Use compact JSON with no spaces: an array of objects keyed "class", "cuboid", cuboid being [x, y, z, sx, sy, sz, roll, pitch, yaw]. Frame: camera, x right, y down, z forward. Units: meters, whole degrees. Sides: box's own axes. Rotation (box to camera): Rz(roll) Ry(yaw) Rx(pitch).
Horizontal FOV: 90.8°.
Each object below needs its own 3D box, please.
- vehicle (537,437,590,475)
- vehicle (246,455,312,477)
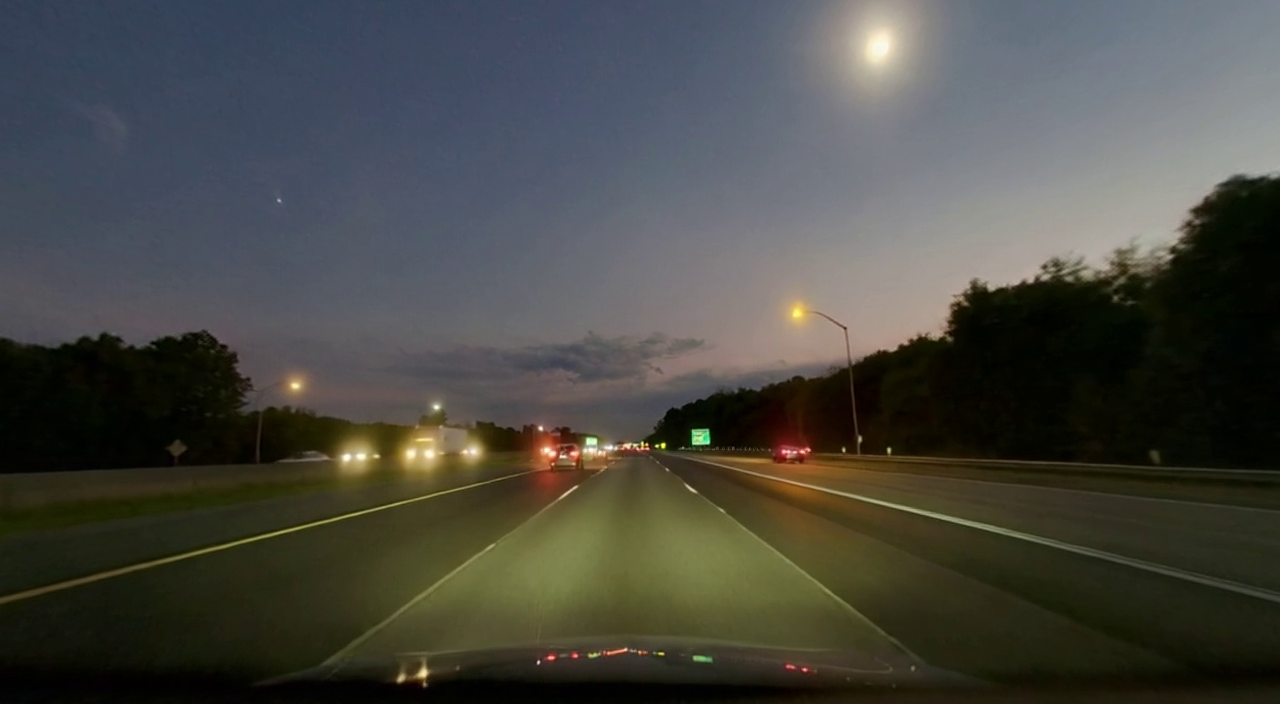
[{"class":"vehicle","cuboid":[-3.799,5.246,32.104,2.114,1.774,4.427,0,-9,0]},{"class":"vehicle","cuboid":[-26.390,8.342,46.377,1.914,1.493,4.841,0,-9,1]}]
